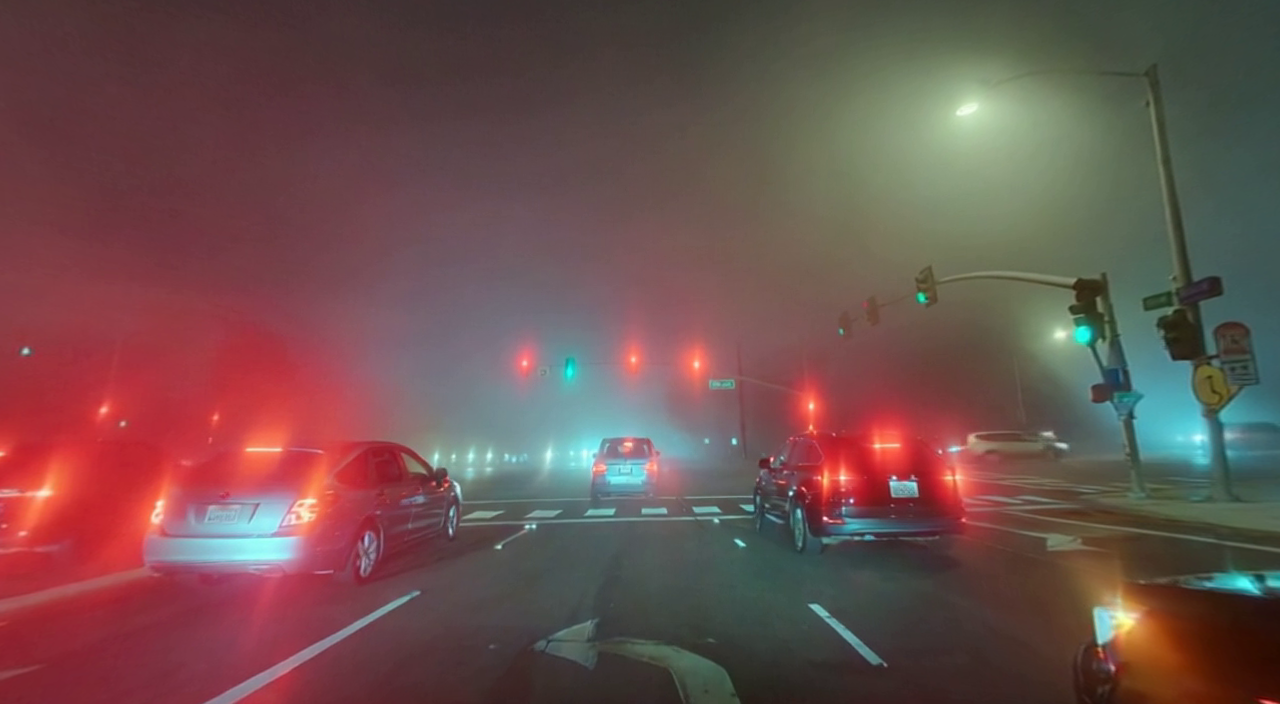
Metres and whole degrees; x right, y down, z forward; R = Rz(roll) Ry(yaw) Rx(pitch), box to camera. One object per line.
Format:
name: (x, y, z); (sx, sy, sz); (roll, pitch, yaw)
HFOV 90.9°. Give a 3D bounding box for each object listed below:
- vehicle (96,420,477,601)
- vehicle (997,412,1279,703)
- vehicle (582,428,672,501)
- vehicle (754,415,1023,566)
vehicle: (-3.524, 1.648, 7.507); (1.941, 1.492, 4.399); (0, -8, 1)
vehicle: (3.217, 0.867, 1.677); (1.960, 1.460, 4.233); (0, -8, -1)
vehicle: (-0.319, 3.063, 17.542); (2.215, 1.749, 3.976); (0, -8, 0)
vehicle: (3.265, 1.910, 9.523); (2.097, 1.707, 4.461); (0, -8, -2)
